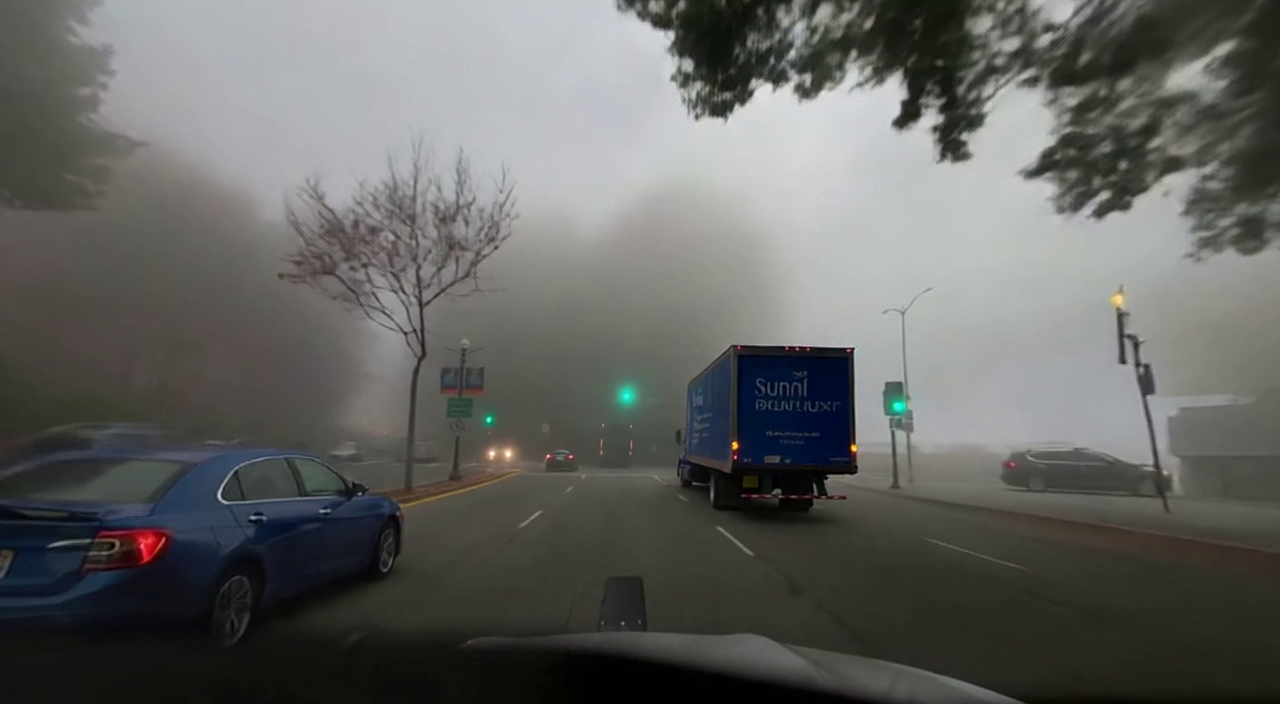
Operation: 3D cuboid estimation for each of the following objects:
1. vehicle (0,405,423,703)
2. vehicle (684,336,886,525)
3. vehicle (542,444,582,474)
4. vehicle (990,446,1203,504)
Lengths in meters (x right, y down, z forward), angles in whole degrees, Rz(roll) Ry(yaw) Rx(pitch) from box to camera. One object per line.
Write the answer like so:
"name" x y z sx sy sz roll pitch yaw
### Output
"vehicle" -3.458 1.349 5.035 1.828 1.515 4.422 0 -9 0
"vehicle" 3.089 2.152 16.405 2.905 3.644 8.441 0 -9 -2
"vehicle" -4.932 6.808 40.068 2.388 1.811 4.455 1 -9 -6
"vehicle" 16.223 4.375 22.756 5.670 1.895 2.219 -2 -9 15
